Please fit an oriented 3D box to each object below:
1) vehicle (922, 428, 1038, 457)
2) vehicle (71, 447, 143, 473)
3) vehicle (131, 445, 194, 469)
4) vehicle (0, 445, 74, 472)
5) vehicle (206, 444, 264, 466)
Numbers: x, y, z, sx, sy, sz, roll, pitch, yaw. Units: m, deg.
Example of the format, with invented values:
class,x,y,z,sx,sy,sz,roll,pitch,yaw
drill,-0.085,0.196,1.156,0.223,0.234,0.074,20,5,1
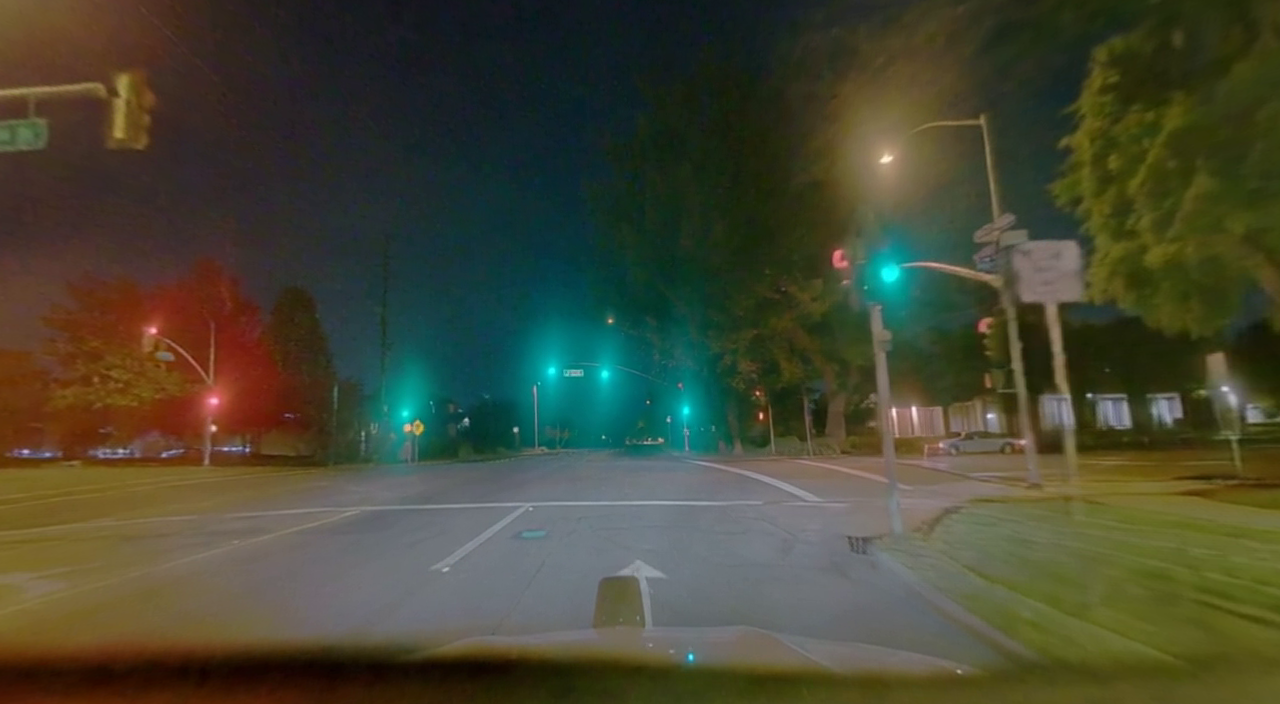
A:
class,x,y,z,sx,sy,sz,roll,pitch,yaw
vehicle,17.025,4.560,31.841,4.720,1.410,1.784,-1,-8,9
vehicle,-34.634,6.989,41.170,2.000,1.582,4.063,2,-8,-16
vehicle,-31.863,7.002,42.318,1.816,1.423,4.126,2,-8,-14
vehicle,-38.654,6.763,40.320,1.959,1.590,4.105,2,-8,-15
vehicle,-27.533,7.005,43.060,1.665,1.386,4.012,1,-8,-6
